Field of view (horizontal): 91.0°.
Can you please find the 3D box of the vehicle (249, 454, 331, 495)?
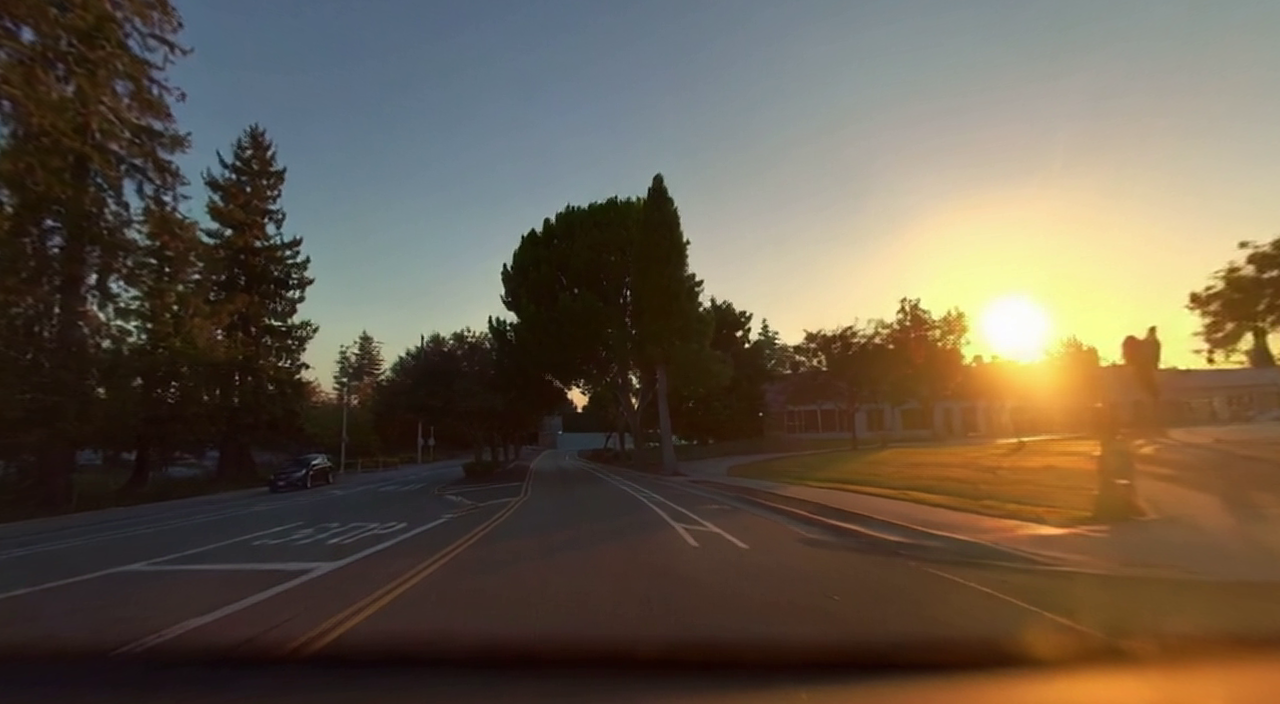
[{"bbox_3d":[-16.378,5.729,29.704,1.952,1.632,4.200,-1,-8,-8],"label":"vehicle"}]
